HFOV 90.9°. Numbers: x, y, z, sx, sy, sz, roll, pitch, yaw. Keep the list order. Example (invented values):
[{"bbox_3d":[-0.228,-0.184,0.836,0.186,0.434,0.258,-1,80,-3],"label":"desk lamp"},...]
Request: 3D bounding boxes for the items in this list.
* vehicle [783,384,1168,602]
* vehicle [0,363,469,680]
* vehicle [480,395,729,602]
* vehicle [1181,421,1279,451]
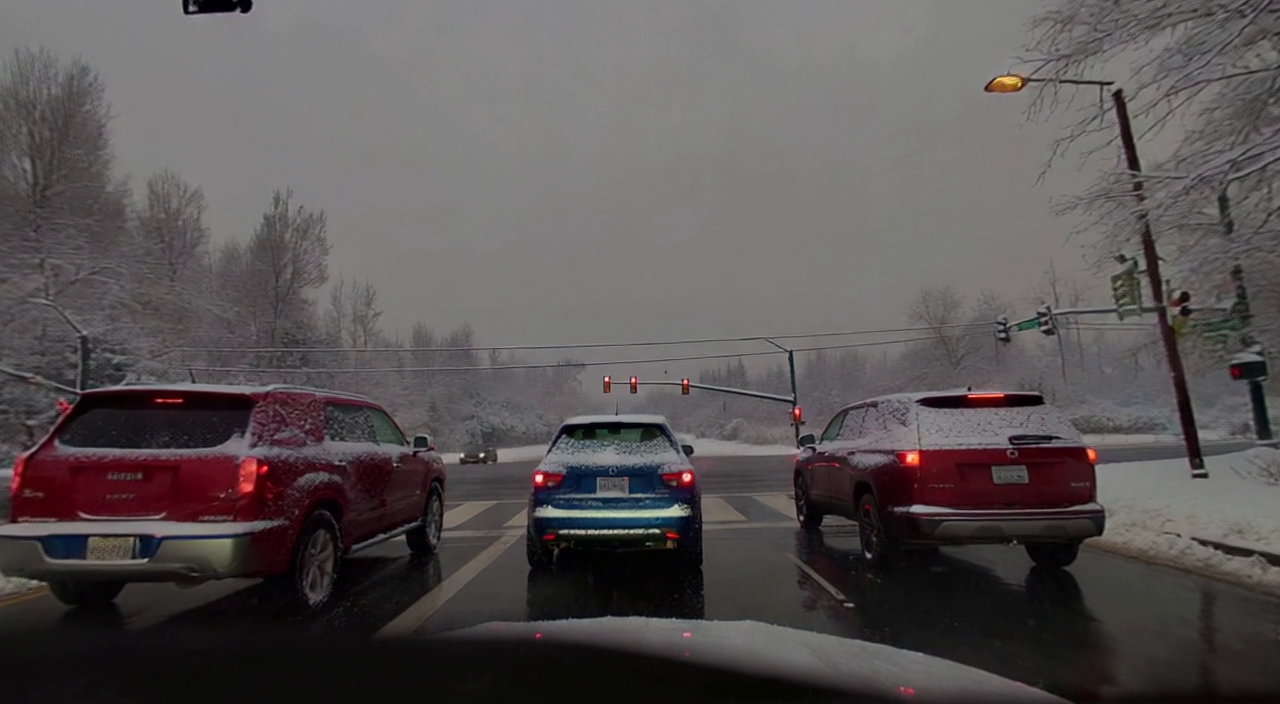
[{"bbox_3d":[3.272,1.485,7.509,2.083,1.779,4.532,0,-8,0],"label":"vehicle"},{"bbox_3d":[-3.273,1.285,5.895,2.047,1.810,4.414,0,-8,1],"label":"vehicle"},{"bbox_3d":[-0.235,1.513,7.316,2.067,1.702,3.987,0,-8,2],"label":"vehicle"},{"bbox_3d":[32.798,4.651,34.757,4.175,1.634,1.877,1,-8,-4],"label":"vehicle"}]
